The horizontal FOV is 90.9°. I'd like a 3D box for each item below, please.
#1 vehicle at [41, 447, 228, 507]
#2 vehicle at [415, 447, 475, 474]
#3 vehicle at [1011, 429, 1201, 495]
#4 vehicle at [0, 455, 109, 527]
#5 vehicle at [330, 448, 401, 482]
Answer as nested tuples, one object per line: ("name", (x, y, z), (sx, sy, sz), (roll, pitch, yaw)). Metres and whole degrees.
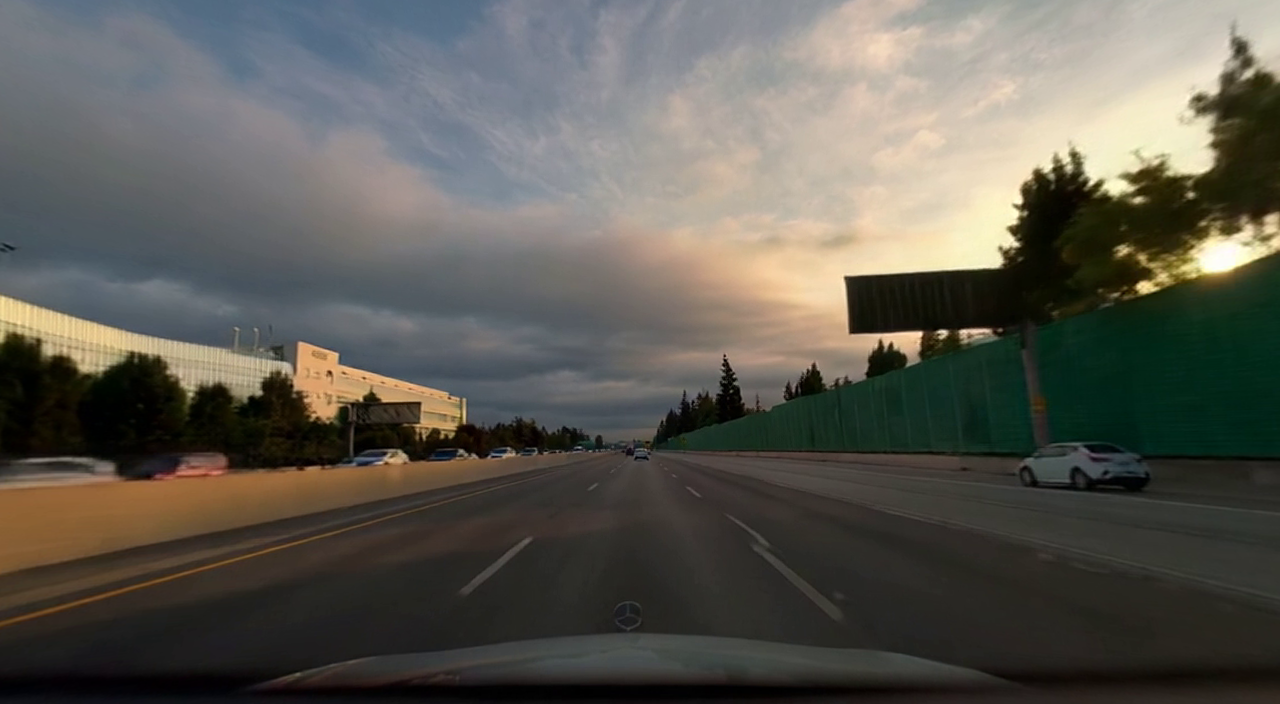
("vehicle", (-19.424, 4.797, 24.790), (2.282, 2.038, 6.005), (0, -9, 1))
("vehicle", (-11.055, 6.177, 36.046), (1.971, 1.469, 4.346), (0, -9, 0))
("vehicle", (12.648, 3.028, 17.533), (2.163, 1.596, 3.997), (0, -9, -1))
("vehicle", (-15.688, 3.313, 15.120), (1.972, 1.614, 4.406), (0, -9, 1))
("vehicle", (-15.595, 6.446, 36.126), (2.114, 1.792, 4.296), (0, -9, 0))
